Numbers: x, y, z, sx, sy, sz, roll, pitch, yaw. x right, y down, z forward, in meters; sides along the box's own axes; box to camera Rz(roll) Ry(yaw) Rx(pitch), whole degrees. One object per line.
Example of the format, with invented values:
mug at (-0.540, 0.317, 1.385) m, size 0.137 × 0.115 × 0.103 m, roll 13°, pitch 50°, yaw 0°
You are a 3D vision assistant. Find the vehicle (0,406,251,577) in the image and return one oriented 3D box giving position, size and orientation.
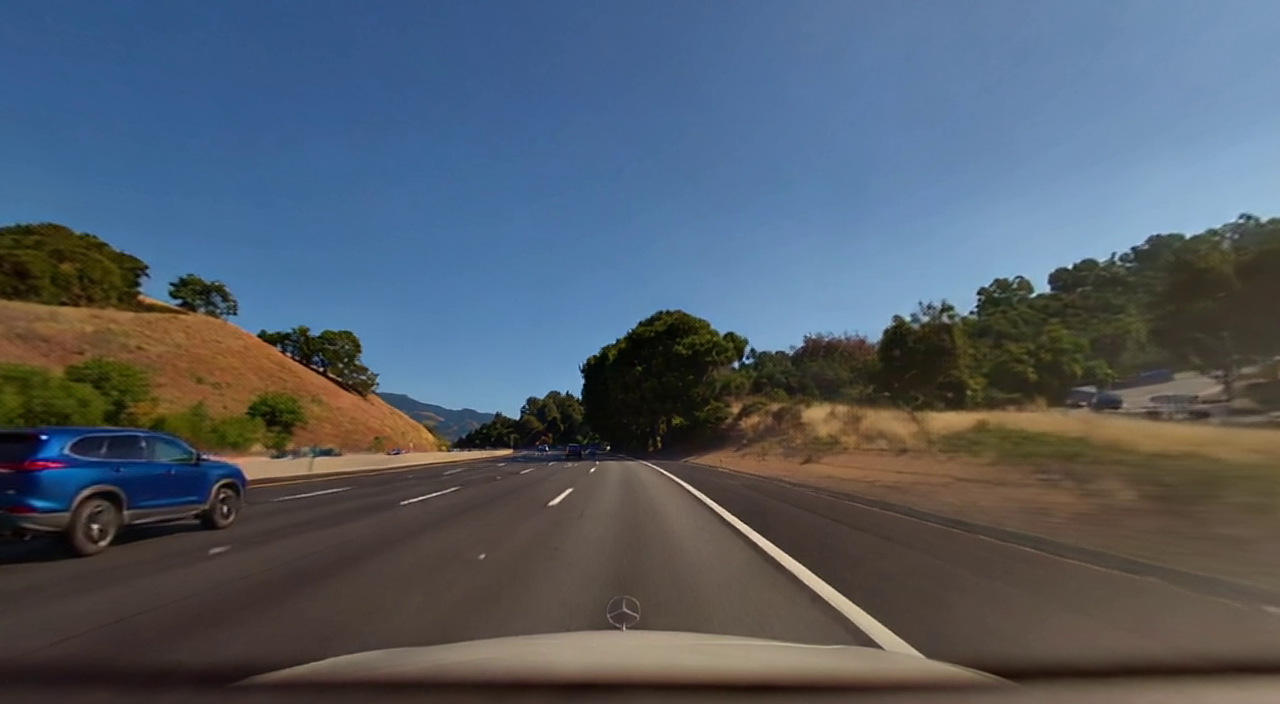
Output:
vehicle at (-7.503, 1.671, 8.120) m, size 2.046 × 1.712 × 4.533 m, roll 0°, pitch -8°, yaw 0°
